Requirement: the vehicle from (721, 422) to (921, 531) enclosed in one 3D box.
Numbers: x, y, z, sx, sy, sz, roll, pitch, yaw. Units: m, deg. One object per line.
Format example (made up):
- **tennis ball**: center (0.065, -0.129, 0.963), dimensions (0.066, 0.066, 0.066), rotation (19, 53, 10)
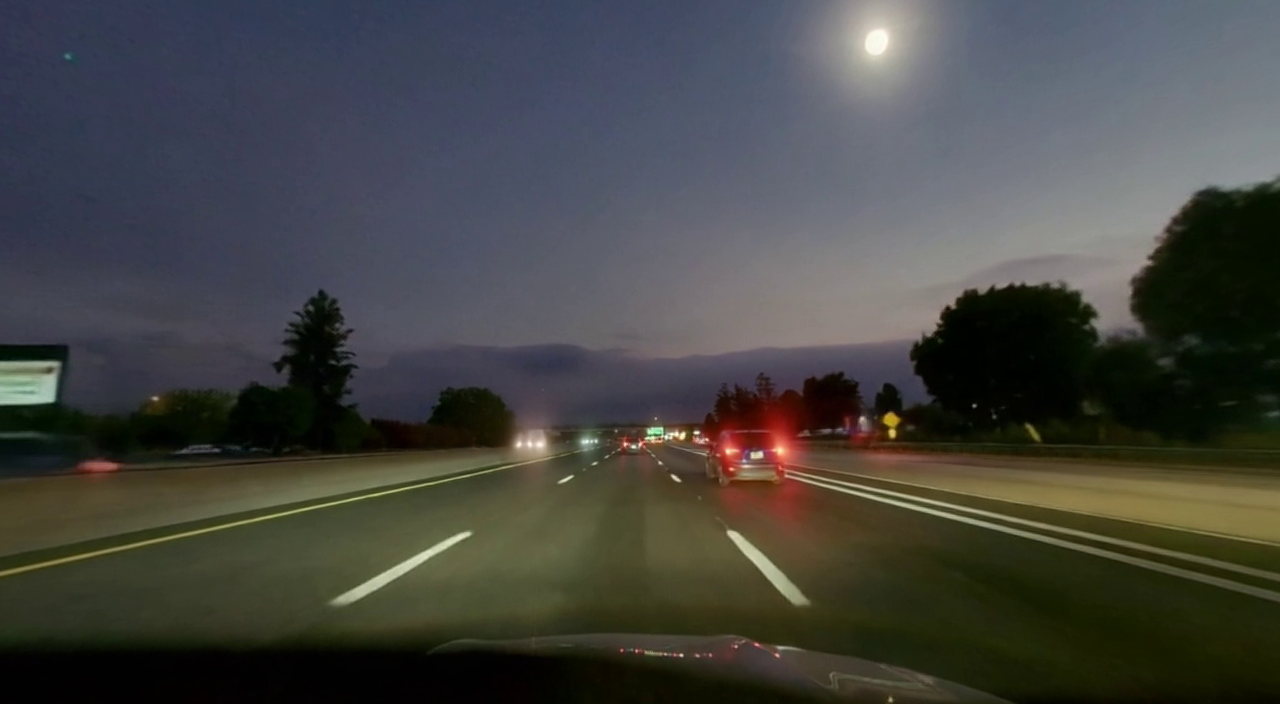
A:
- **vehicle**: center (3.080, 2.228, 12.112), dimensions (2.240, 1.646, 4.949), rotation (0, -8, -2)
